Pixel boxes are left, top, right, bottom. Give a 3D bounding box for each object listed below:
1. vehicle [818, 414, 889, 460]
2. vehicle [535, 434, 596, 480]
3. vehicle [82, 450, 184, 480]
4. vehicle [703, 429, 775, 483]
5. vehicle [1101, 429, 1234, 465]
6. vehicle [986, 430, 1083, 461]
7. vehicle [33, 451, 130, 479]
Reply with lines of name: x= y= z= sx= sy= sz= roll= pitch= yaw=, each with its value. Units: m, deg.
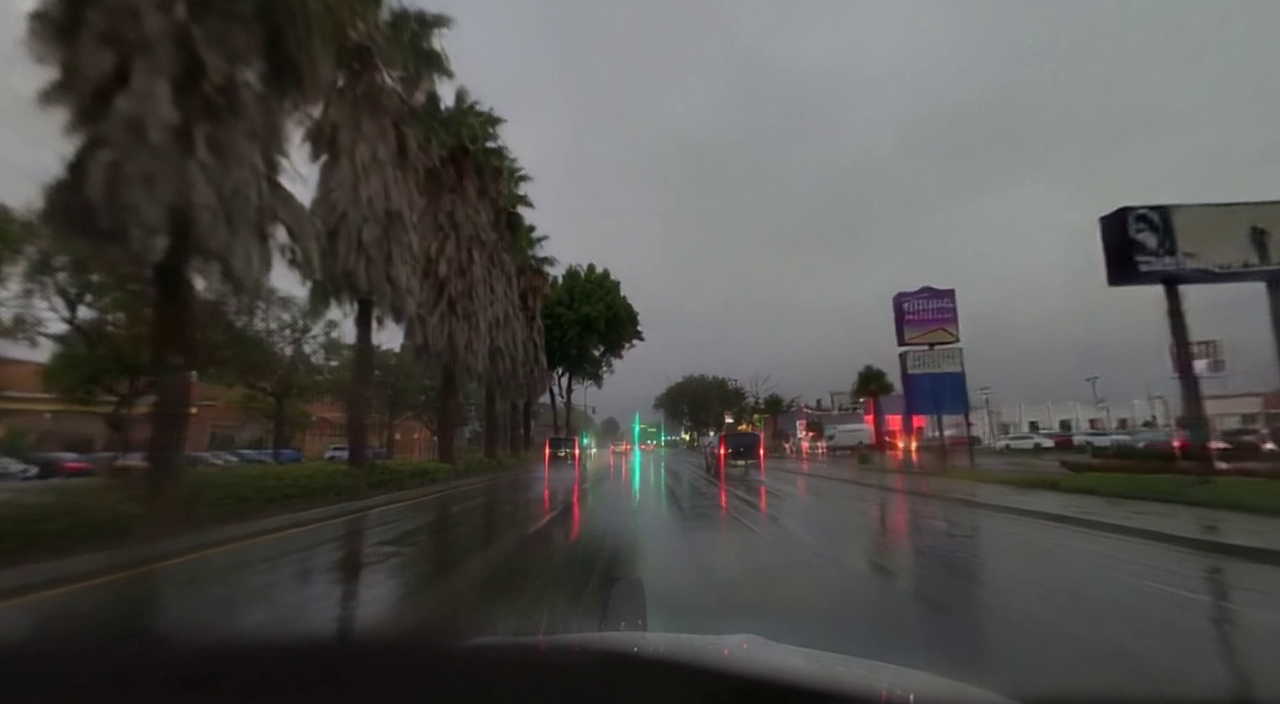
vehicle: x=16.522 y=6.785 z=49.155 sx=2.919 sy=3.125 sz=7.218 roll=2 pitch=-10 yaw=-1
vehicle: x=-3.111 y=4.470 z=27.028 sx=2.014 sy=1.775 sz=4.404 roll=0 pitch=-8 yaw=1
vehicle: x=-33.331 y=7.383 z=41.491 sx=2.099 sy=1.792 sz=5.422 roll=0 pitch=-8 yaw=1
vehicle: x=3.773 y=4.037 z=24.677 sx=2.024 sy=1.921 sz=4.431 roll=0 pitch=-8 yaw=-1
vehicle: x=27.189 y=4.927 z=32.502 sx=4.699 sy=1.608 sz=2.379 roll=-2 pitch=-9 yaw=-2
vehicle: x=29.541 y=6.995 z=47.116 sx=5.686 sy=2.220 sz=2.112 roll=0 pitch=-8 yaw=4
vehicle: x=-36.704 y=7.394 z=41.440 sx=2.124 sy=1.713 sz=4.465 roll=0 pitch=-8 yaw=2
